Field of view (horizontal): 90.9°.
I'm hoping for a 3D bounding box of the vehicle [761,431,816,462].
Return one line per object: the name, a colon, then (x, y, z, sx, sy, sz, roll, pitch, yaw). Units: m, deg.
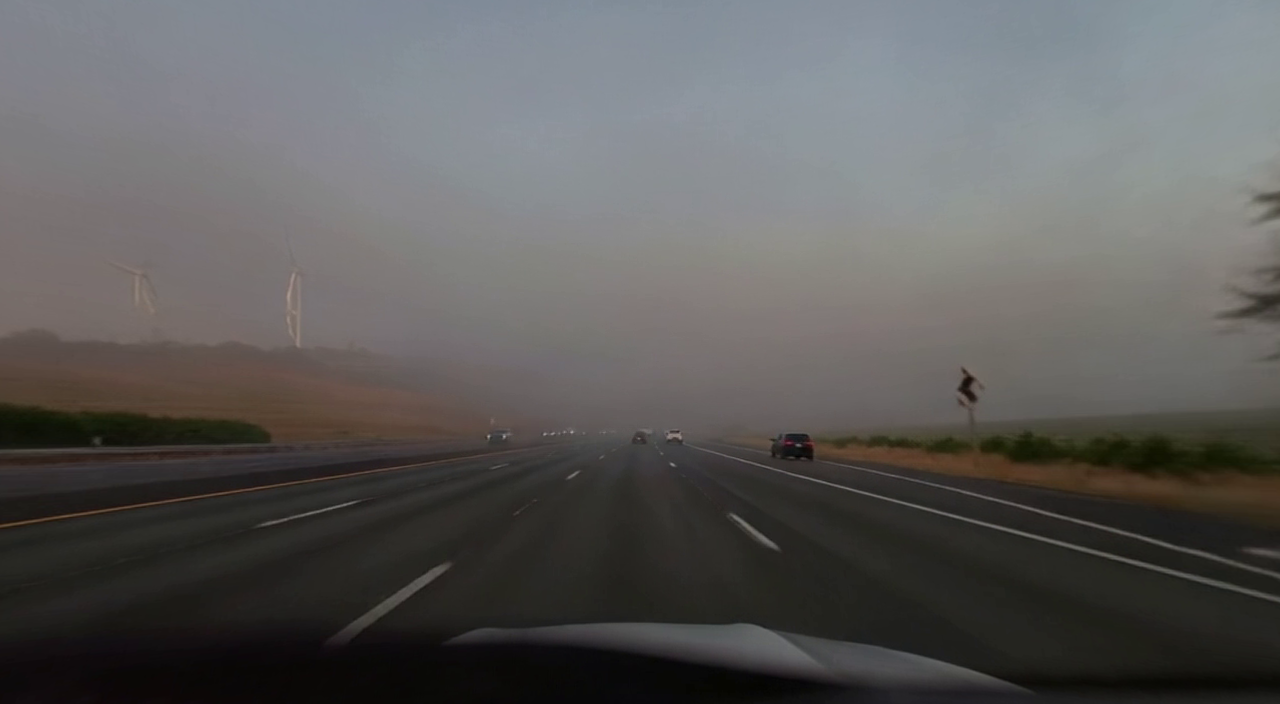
vehicle: (7.843, 5.017, 33.602, 1.926, 1.559, 2.968, 1, -8, -6)
